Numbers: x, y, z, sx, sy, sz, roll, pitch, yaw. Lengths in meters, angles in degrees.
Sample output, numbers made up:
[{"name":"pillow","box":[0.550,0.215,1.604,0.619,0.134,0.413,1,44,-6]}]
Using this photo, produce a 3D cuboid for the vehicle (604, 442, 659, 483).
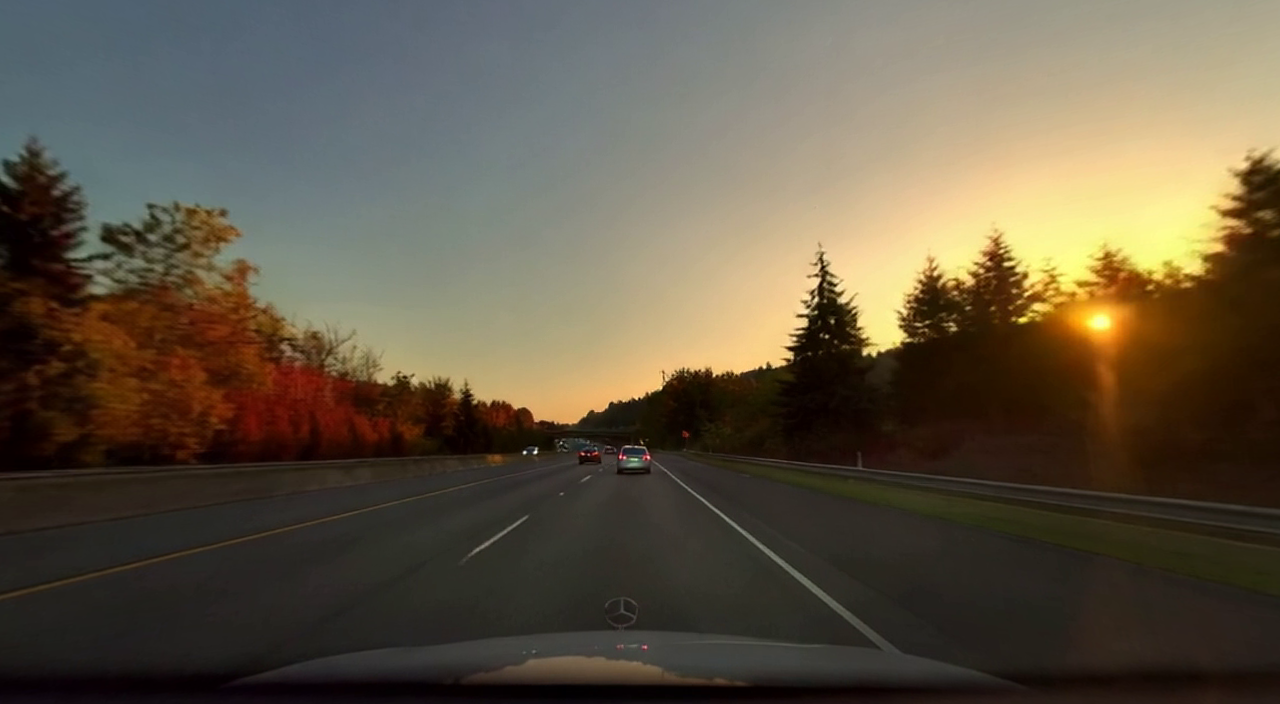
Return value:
[{"name":"vehicle","box":[-0.356,4.432,25.311,2.066,1.490,3.759,-1,-9,-1]}]

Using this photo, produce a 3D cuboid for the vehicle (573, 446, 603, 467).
[{"name":"vehicle","box":[-3.906,7.910,47.634,1.994,1.470,3.752,-1,-9,-1]}]
